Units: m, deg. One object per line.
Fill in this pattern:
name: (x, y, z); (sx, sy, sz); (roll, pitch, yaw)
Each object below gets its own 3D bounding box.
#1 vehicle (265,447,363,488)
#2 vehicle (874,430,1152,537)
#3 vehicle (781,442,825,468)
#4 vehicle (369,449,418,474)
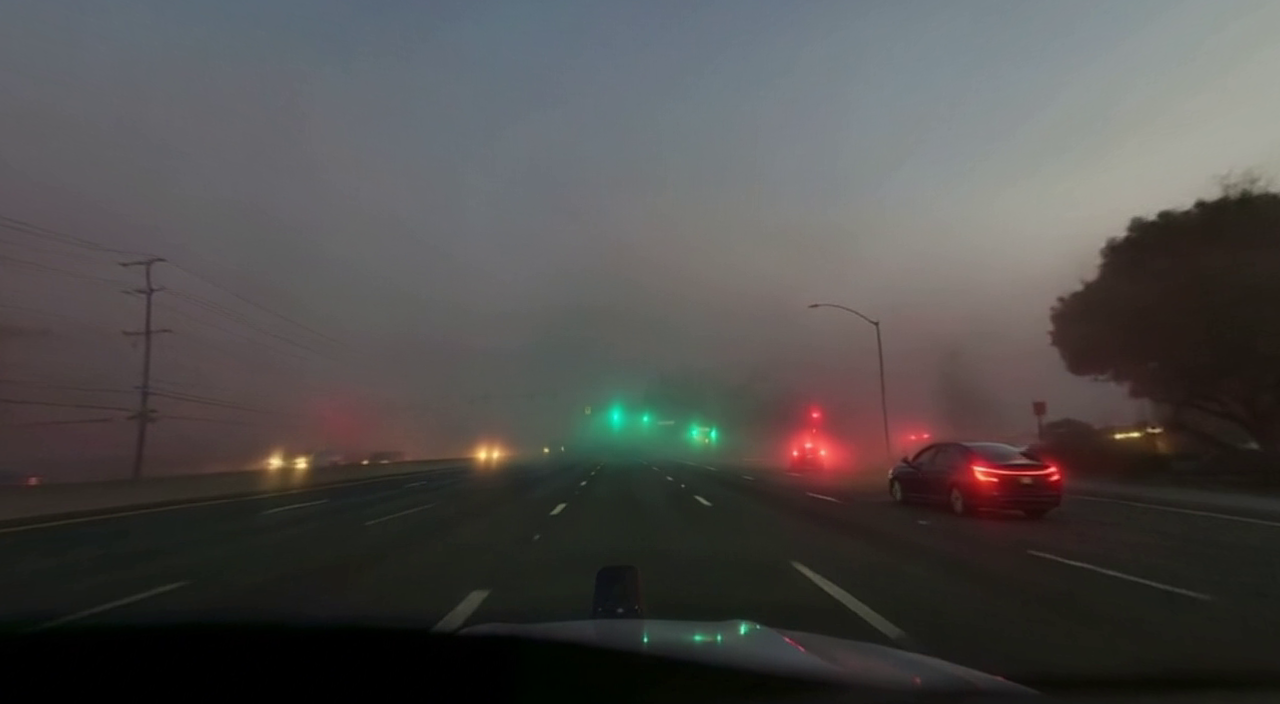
vehicle: (-14.333, 5.064, 28.118); (2.060, 1.681, 4.418); (0, -9, -1)
vehicle: (6.276, 2.246, 11.513); (2.113, 1.520, 4.650); (0, -9, -2)
vehicle: (10.754, 6.831, 42.010); (1.979, 1.581, 4.271); (-1, -9, 3)
vehicle: (-18.675, 8.302, 48.060); (1.982, 1.728, 4.552); (0, -9, -2)
